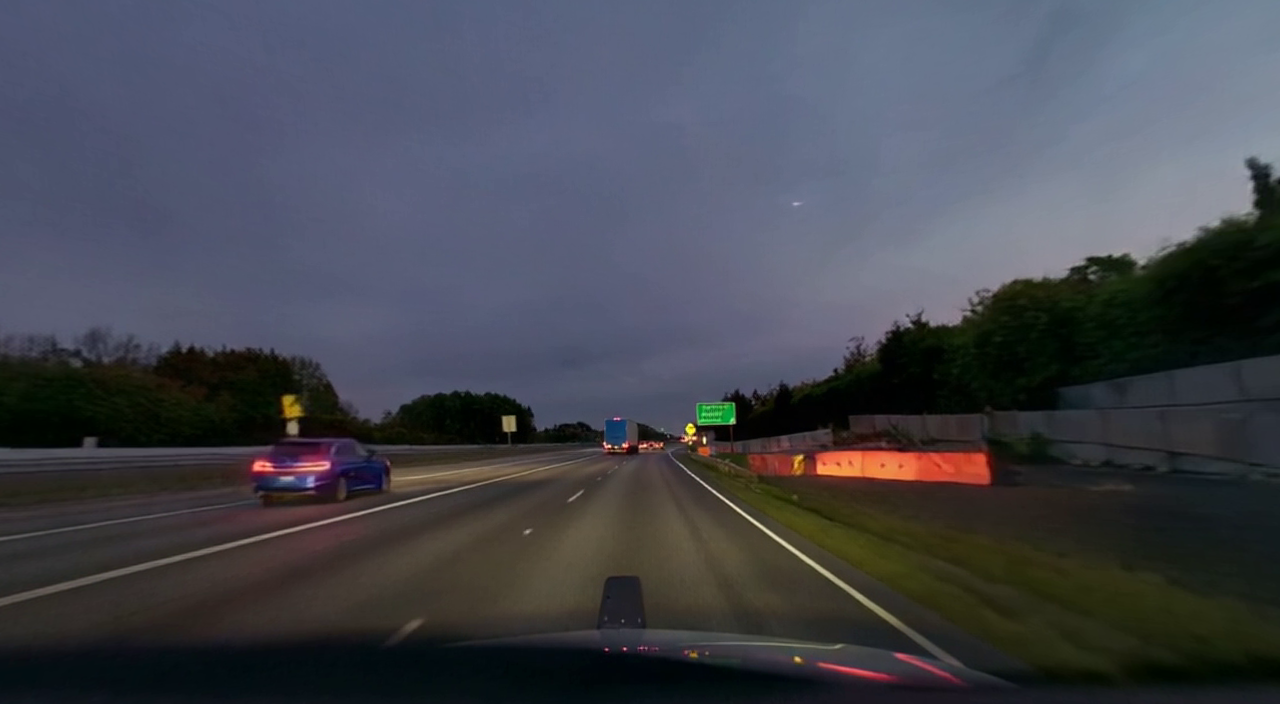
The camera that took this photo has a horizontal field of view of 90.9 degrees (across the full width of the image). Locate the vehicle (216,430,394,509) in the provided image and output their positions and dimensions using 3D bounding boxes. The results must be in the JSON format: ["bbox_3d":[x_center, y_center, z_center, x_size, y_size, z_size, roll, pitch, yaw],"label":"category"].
[{"bbox_3d":[-7.521,2.674,14.702,1.893,1.566,4.051,0,-9,0],"label":"vehicle"}]
